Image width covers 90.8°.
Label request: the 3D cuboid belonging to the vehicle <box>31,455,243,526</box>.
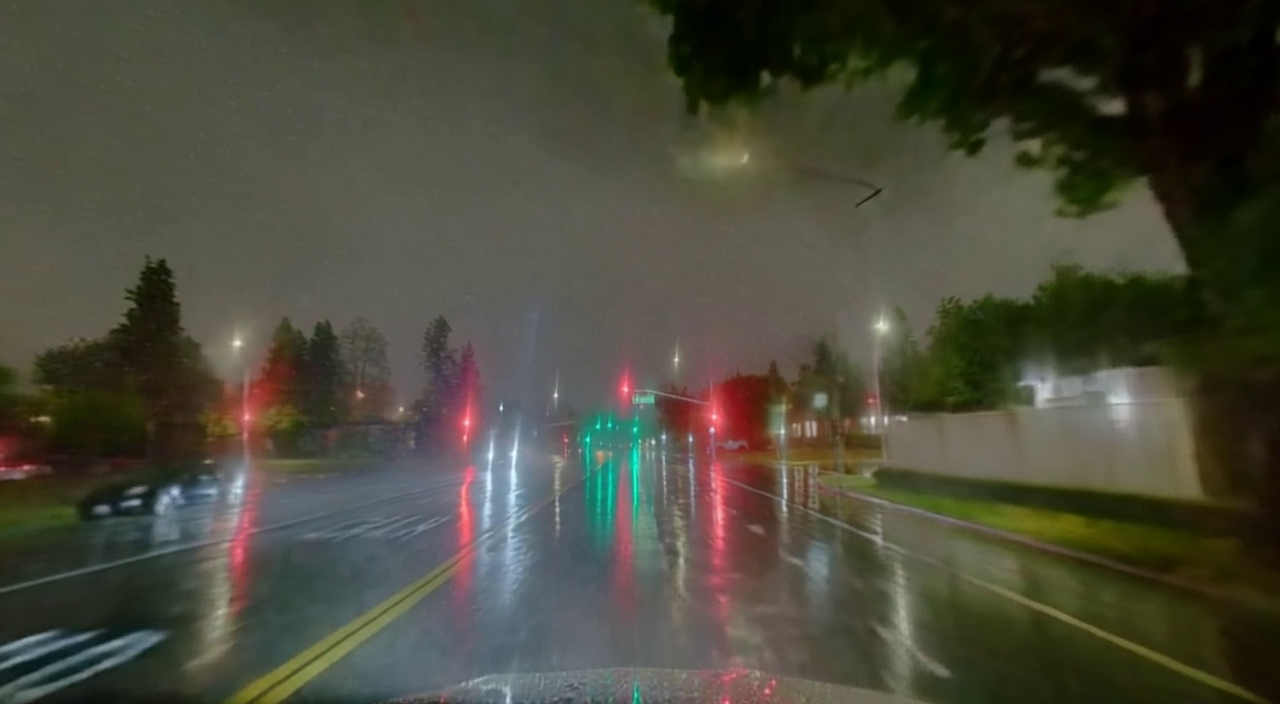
[{"bbox_3d":[-12.785,3.501,16.528,1.851,1.482,4.443,-1,-8,0],"label":"vehicle"}]

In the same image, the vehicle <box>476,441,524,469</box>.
[{"bbox_3d":[-8.040,5.924,36.609,1.869,1.497,3.768,-1,-8,1],"label":"vehicle"}]
